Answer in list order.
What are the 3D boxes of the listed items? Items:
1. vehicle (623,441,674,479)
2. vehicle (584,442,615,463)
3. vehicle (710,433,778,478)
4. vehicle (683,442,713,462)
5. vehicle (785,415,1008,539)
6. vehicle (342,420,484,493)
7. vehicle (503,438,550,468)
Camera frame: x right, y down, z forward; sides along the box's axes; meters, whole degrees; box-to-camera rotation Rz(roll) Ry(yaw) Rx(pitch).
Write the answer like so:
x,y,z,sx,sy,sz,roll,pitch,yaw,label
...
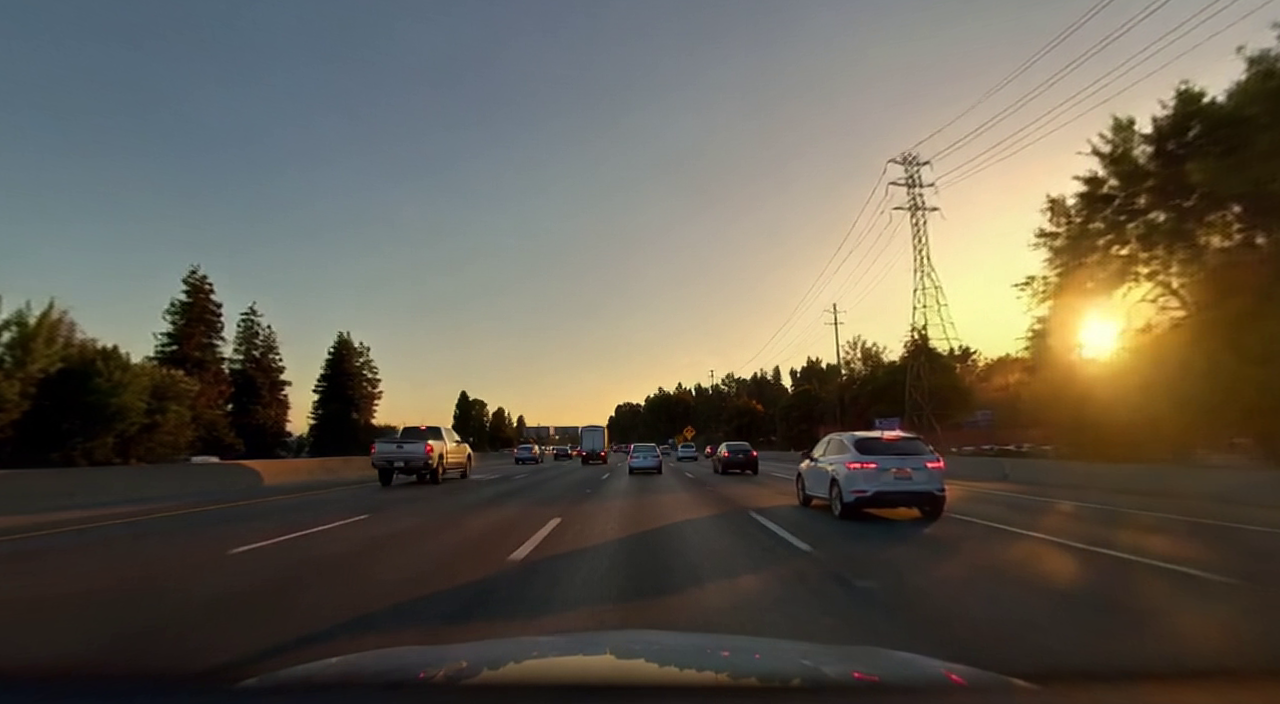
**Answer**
x,y,z,sx,sy,sz,roll,pitch,yaw,label
0.347,4.476,26.333,1.966,1.444,3.986,0,-9,0,vehicle
-2.937,7.384,46.421,1.904,1.479,4.274,0,-9,1,vehicle
4.450,4.494,27.694,2.195,1.778,4.455,0,-9,0,vehicle
4.390,7.614,47.934,1.895,1.429,3.908,0,-9,0,vehicle
4.032,2.042,10.882,2.002,1.691,4.290,0,-9,0,vehicle
-6.821,3.242,19.867,2.269,1.936,5.777,0,-9,0,vehicle
-6.784,6.048,38.016,1.978,1.680,4.263,0,-9,1,vehicle
